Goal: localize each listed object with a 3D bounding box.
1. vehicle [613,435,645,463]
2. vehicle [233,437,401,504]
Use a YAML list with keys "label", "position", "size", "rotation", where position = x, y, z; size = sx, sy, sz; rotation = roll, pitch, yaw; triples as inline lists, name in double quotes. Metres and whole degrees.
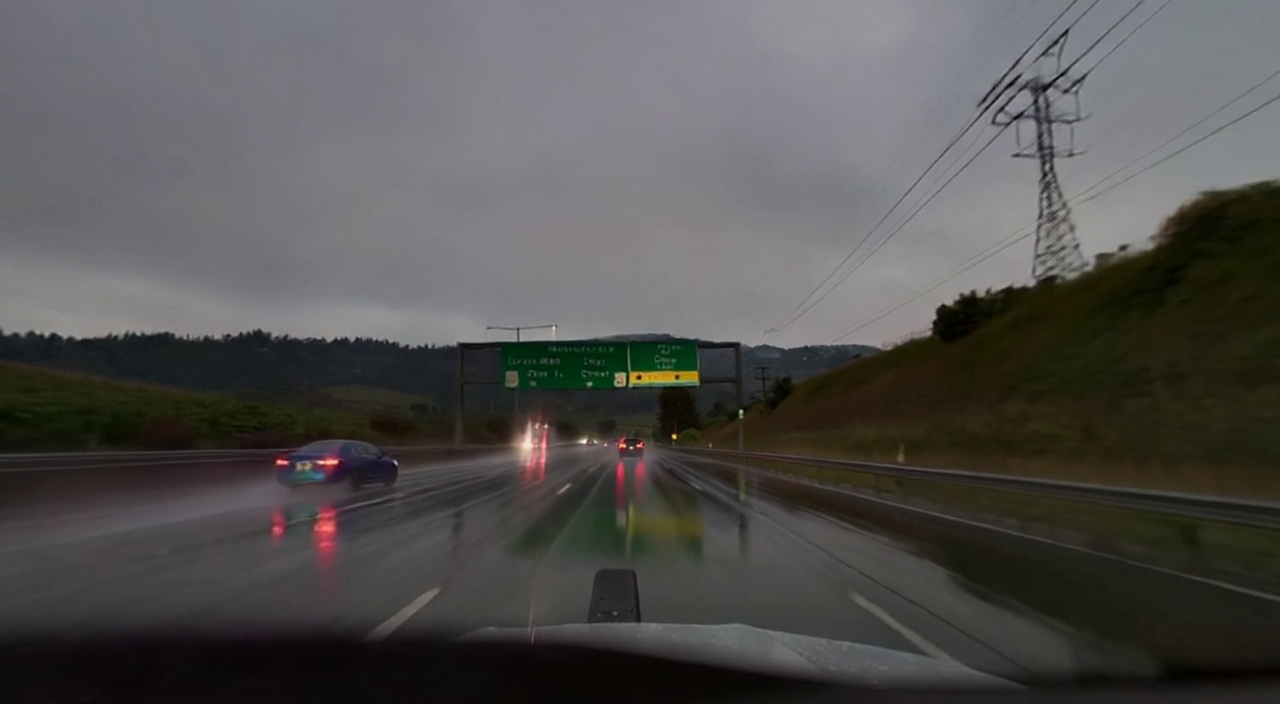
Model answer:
- label: "vehicle"
  position: [-0.747, 6.386, 41.478]
  size: [2.040, 1.715, 3.906]
  rotation: [0, -8, -1]
- label: "vehicle"
  position: [-7.815, 2.877, 15.823]
  size: [1.949, 1.428, 4.408]
  rotation: [0, -8, -1]
